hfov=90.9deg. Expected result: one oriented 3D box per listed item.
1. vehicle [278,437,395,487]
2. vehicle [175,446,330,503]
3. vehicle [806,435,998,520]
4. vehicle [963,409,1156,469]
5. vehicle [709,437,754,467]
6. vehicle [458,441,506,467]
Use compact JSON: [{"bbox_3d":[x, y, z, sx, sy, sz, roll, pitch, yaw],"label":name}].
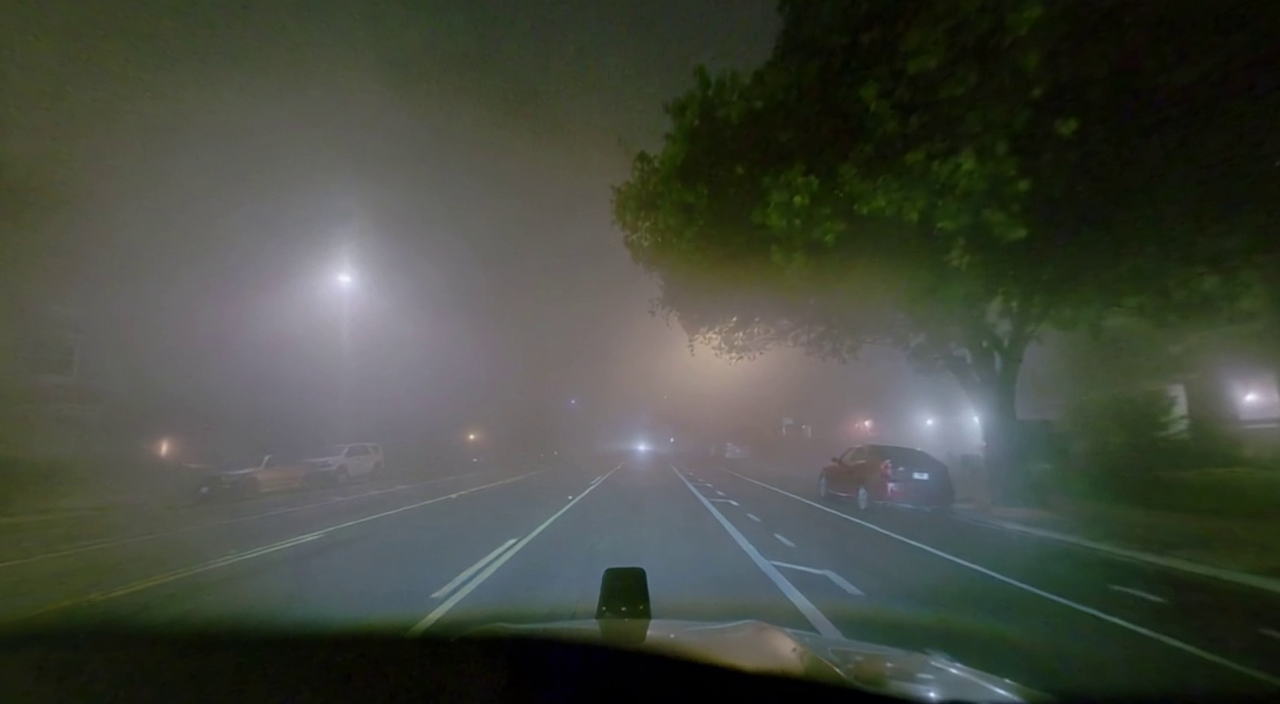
[{"bbox_3d":[-11.921,4.394,25.236,2.228,1.766,4.770,0,-10,1],"label":"vehicle"},{"bbox_3d":[-11.960,3.772,19.915,1.940,1.496,4.654,-2,-8,0],"label":"vehicle"},{"bbox_3d":[5.128,2.529,13.108,2.059,1.449,4.168,0,-10,-2],"label":"vehicle"},{"bbox_3d":[13.828,2.922,21.027,4.940,1.764,1.977,-2,-9,0],"label":"vehicle"},{"bbox_3d":[5.275,5.814,36.974,1.885,1.603,5.235,0,-8,0],"label":"vehicle"},{"bbox_3d":[-11.423,7.408,45.868,2.054,1.704,4.710,-3,-9,2],"label":"vehicle"}]
